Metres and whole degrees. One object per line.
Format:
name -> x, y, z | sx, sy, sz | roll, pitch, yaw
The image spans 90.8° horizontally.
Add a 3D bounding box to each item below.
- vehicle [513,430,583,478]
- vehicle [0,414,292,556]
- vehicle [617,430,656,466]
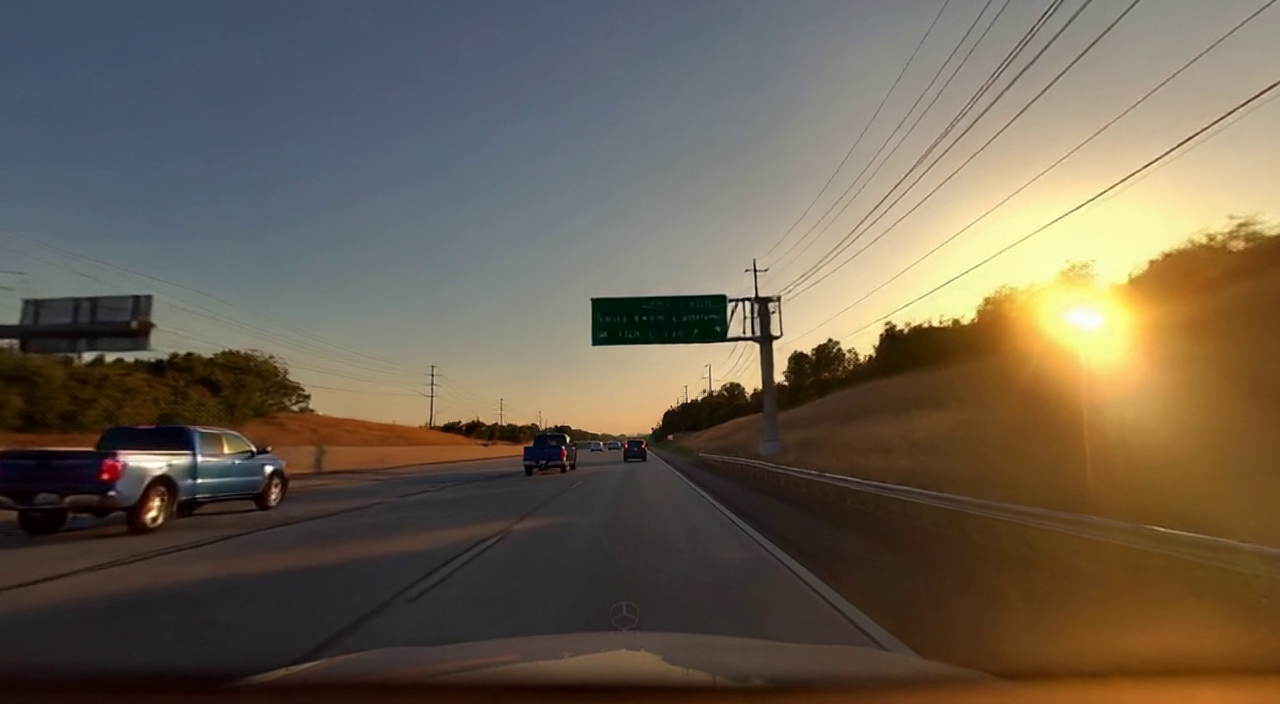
vehicle -> -3.743, 4.289, 26.828 | 2.204, 1.812, 5.289 | 0, -8, 0
vehicle -> -7.499, 1.844, 9.467 | 2.013, 1.609, 4.446 | 0, -8, 0
vehicle -> -0.210, 6.093, 40.296 | 2.358, 2.144, 4.713 | 0, -8, 0
